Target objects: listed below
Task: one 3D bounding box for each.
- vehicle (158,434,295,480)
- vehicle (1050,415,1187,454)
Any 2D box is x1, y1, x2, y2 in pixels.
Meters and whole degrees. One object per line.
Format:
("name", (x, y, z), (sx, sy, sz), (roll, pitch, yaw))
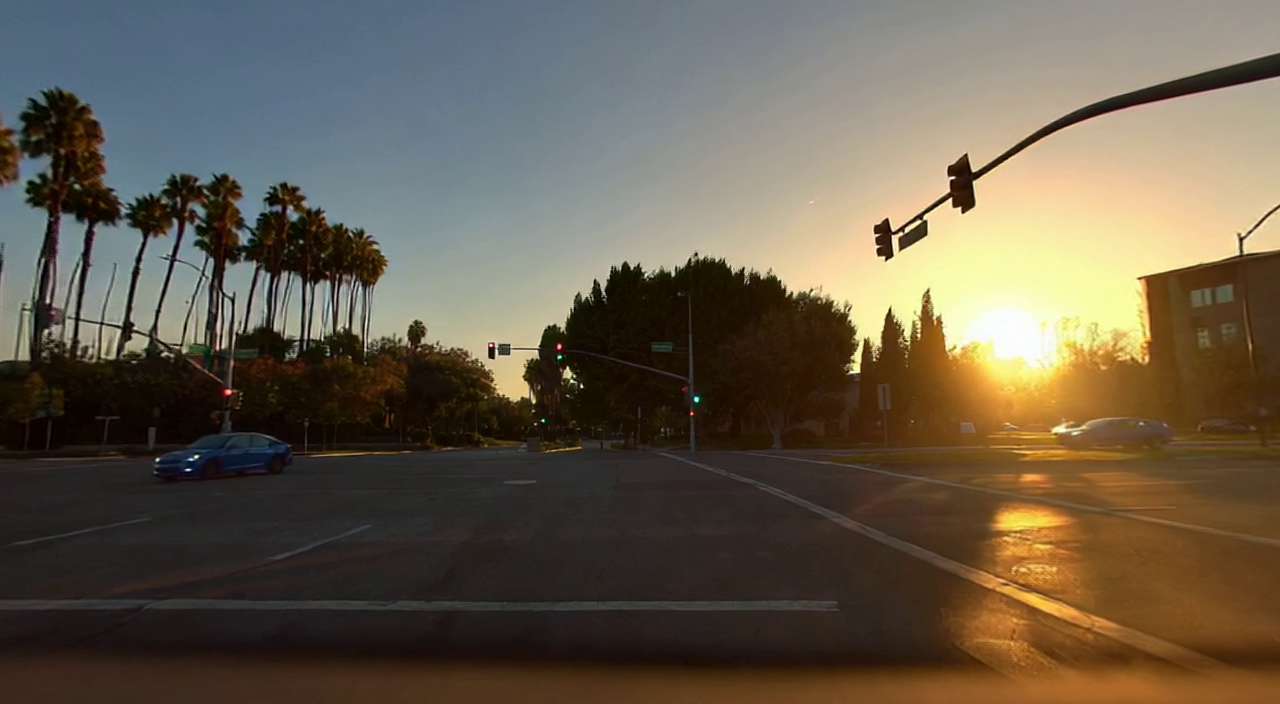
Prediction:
("vehicle", (-14.623, 3.721, 22.566), (2.042, 1.472, 4.345), (0, -8, -1))
("vehicle", (22.630, 3.934, 29.823), (4.820, 1.751, 2.050), (0, -8, -1))
